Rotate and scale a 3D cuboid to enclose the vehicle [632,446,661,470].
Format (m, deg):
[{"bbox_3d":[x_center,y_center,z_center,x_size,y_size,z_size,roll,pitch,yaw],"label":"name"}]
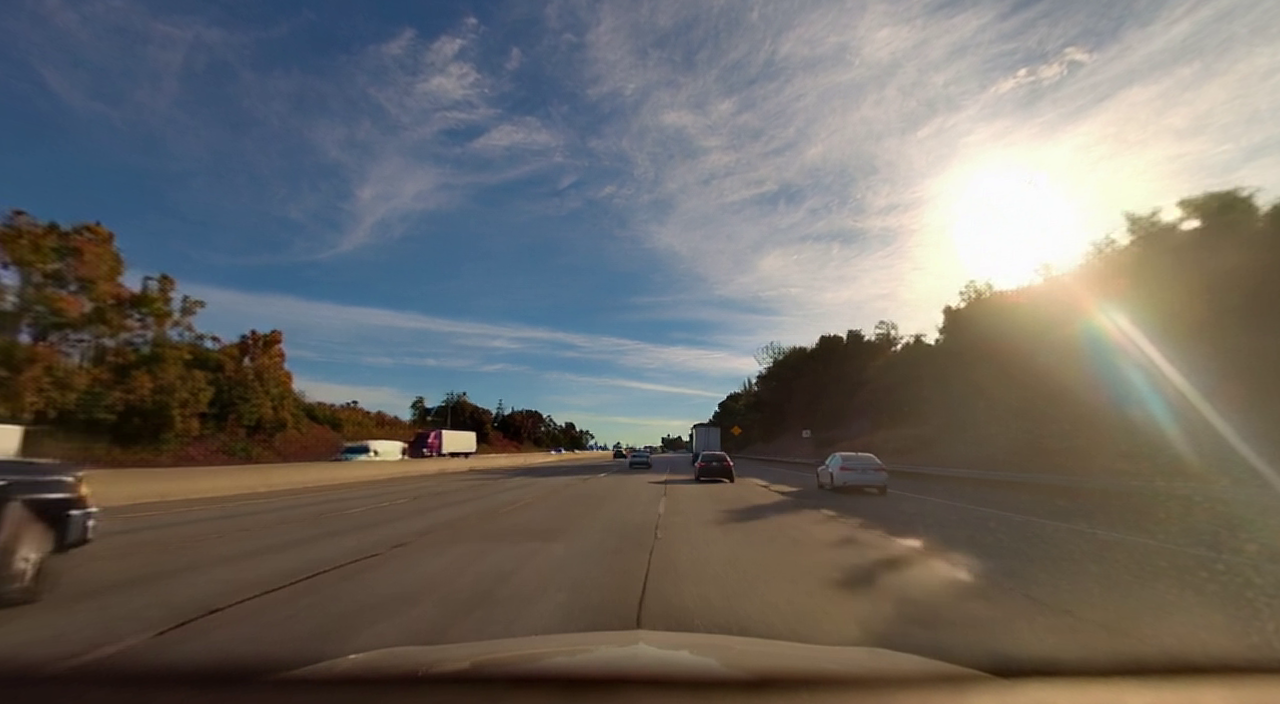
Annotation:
[{"bbox_3d":[0.538,8.051,48.143,1.988,1.696,4.754,-1,-9,4],"label":"vehicle"}]

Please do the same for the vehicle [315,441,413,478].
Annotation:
[{"bbox_3d":[-14.686,5.753,34.098,2.514,1.812,5.524,-1,-9,4],"label":"vehicle"}]

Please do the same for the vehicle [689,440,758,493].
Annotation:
[{"bbox_3d":[2.926,4.120,23.166,2.103,1.717,4.399,0,-9,2],"label":"vehicle"}]

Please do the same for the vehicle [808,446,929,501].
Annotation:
[{"bbox_3d":[6.831,3.653,19.559,2.146,1.482,4.665,0,-9,2],"label":"vehicle"}]
